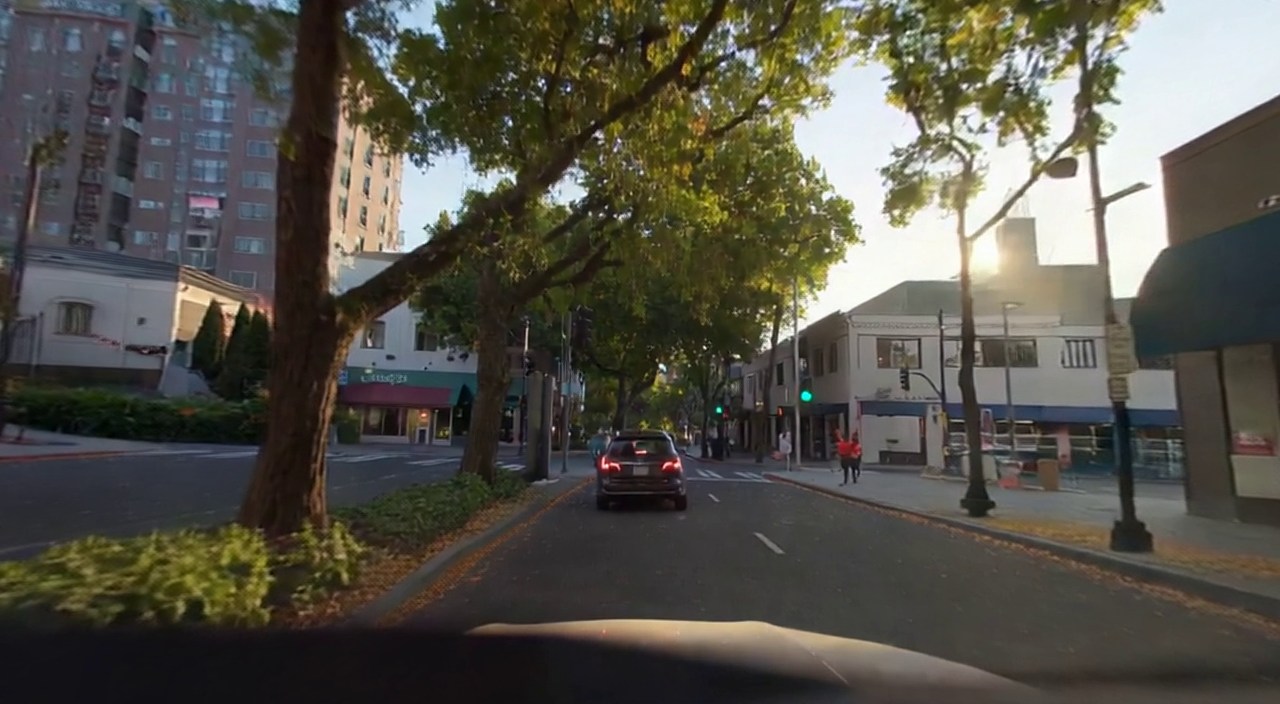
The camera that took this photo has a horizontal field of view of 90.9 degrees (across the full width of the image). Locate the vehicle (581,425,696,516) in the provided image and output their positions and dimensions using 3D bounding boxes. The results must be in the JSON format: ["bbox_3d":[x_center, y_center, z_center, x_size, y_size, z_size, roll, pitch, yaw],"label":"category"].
[{"bbox_3d":[-0.069,2.449,13.439,2.079,1.621,3.861,0,-9,-1],"label":"vehicle"}]
